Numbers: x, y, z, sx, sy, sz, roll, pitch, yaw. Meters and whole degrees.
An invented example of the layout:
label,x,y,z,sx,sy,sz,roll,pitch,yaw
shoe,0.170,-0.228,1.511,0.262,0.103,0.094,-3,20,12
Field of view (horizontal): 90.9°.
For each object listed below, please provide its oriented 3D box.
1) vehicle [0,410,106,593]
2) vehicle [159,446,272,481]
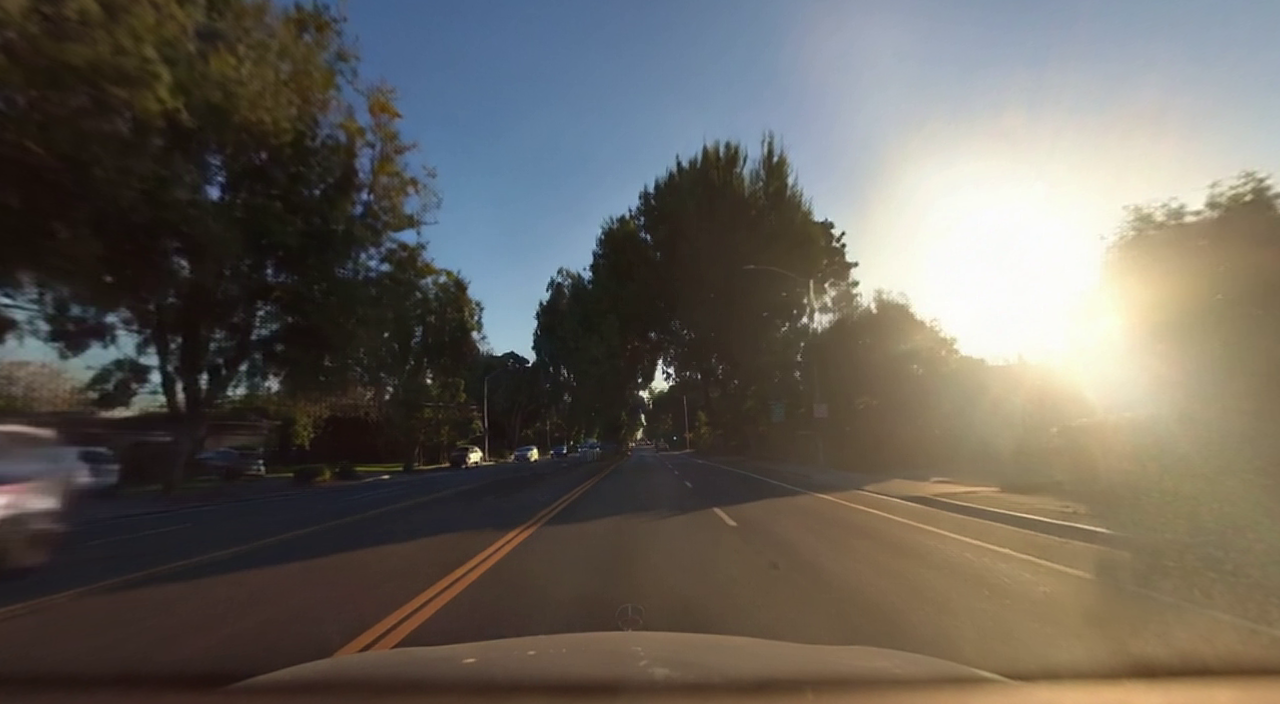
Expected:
label,x,y,z,sx,sy,sz,roll,pitch,yaw
vehicle,-7.170,1.290,5.039,2.000,1.738,4.251,0,-8,1
vehicle,-22.426,5.885,33.431,4.530,1.769,2.003,0,-8,1
